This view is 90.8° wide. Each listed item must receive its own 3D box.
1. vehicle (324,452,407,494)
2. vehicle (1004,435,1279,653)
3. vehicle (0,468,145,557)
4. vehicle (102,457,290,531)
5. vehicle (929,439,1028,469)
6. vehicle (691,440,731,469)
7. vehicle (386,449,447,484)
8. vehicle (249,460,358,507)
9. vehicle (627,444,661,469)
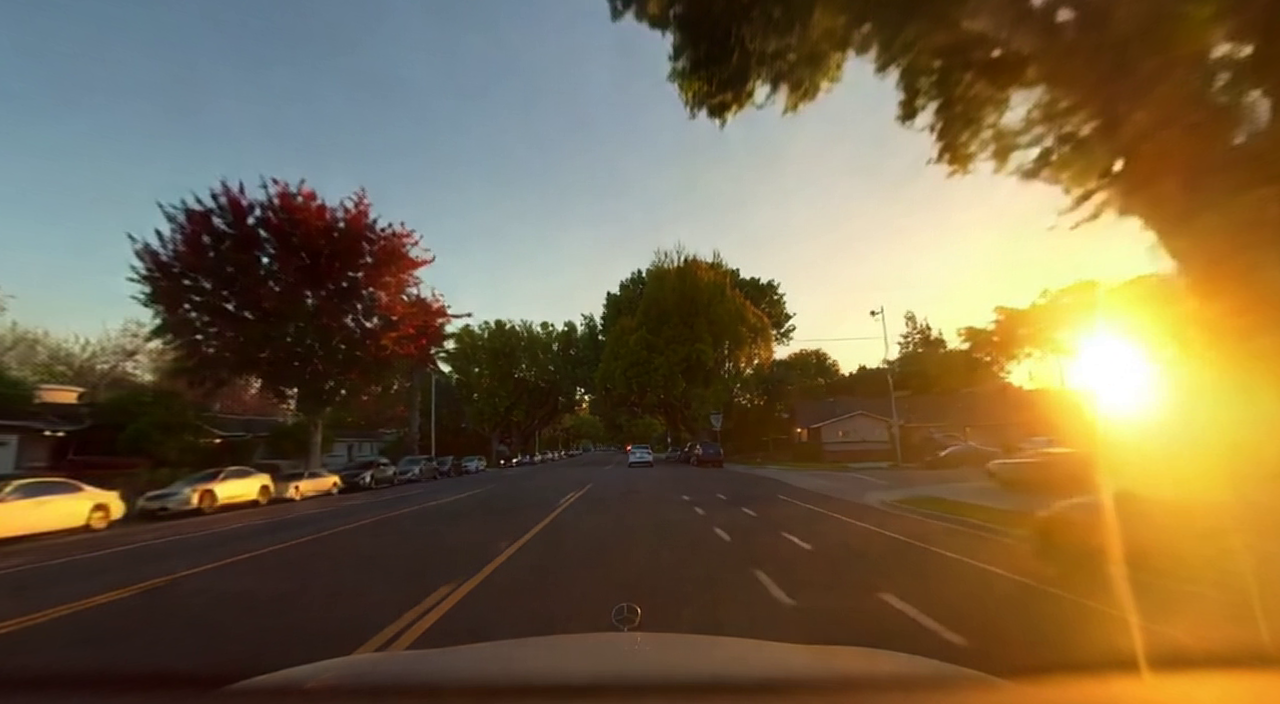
[{"bbox_3d":[-12.715,5.591,29.623,1.938,1.738,4.516,0,-9,-2],"label":"vehicle"},{"bbox_3d":[5.256,1.385,4.887,1.978,1.438,4.716,0,-9,-1],"label":"vehicle"},{"bbox_3d":[-12.405,3.083,12.321,1.916,1.463,4.564,0,-9,-2],"label":"vehicle"},{"bbox_3d":[-12.281,3.906,18.026,1.905,1.503,5.015,-4,-8,-2],"label":"vehicle"},{"bbox_3d":[18.494,5.606,34.668,4.240,1.560,1.929,0,-9,2],"label":"vehicle"},{"bbox_3d":[5.126,7.466,46.441,2.195,2.000,4.789,1,-8,-3],"label":"vehicle"},{"bbox_3d":[-12.627,6.462,36.049,1.904,1.805,5.100,0,-9,-3],"label":"vehicle"},{"bbox_3d":[-12.520,4.888,23.841,1.810,1.399,4.285,-4,-9,0],"label":"vehicle"},{"bbox_3d":[0.217,6.483,39.465,2.022,1.471,3.973,0,-9,-1],"label":"vehicle"}]
